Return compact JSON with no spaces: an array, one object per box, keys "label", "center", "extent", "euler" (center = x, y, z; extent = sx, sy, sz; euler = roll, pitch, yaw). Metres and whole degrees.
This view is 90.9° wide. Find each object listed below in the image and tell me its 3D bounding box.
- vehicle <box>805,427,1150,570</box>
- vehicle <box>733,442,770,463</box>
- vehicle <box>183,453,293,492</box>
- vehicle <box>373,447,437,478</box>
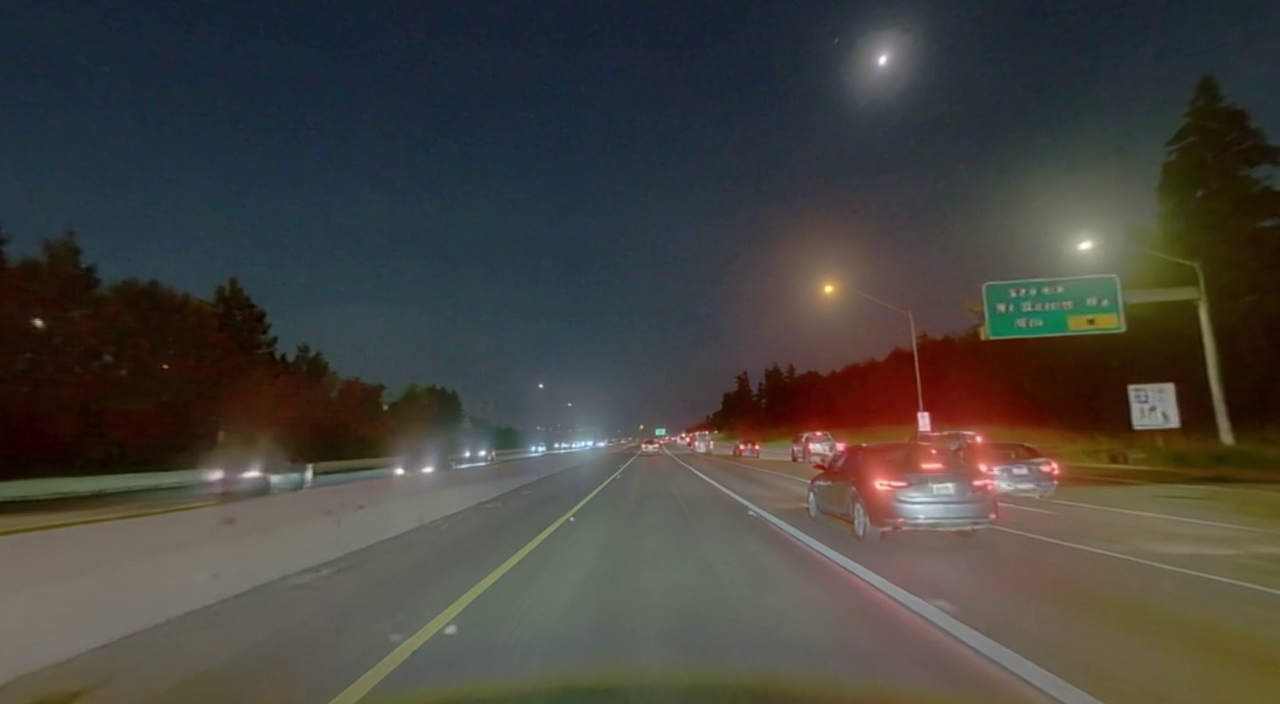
[{"label":"vehicle","center":[4.233,1.924,9.239],"extent":[2.223,1.483,5.075],"euler":[0,-9,0]},{"label":"vehicle","center":[8.152,7.421,46.567],"extent":[1.919,1.476,4.303],"euler":[0,-9,-1]},{"label":"vehicle","center":[-17.462,5.222,27.737],"extent":[1.882,1.477,4.563],"euler":[0,-9,-1]},{"label":"vehicle","center":[-12.839,6.022,34.727],"extent":[1.875,1.591,4.102],"euler":[0,-9,0]}]
